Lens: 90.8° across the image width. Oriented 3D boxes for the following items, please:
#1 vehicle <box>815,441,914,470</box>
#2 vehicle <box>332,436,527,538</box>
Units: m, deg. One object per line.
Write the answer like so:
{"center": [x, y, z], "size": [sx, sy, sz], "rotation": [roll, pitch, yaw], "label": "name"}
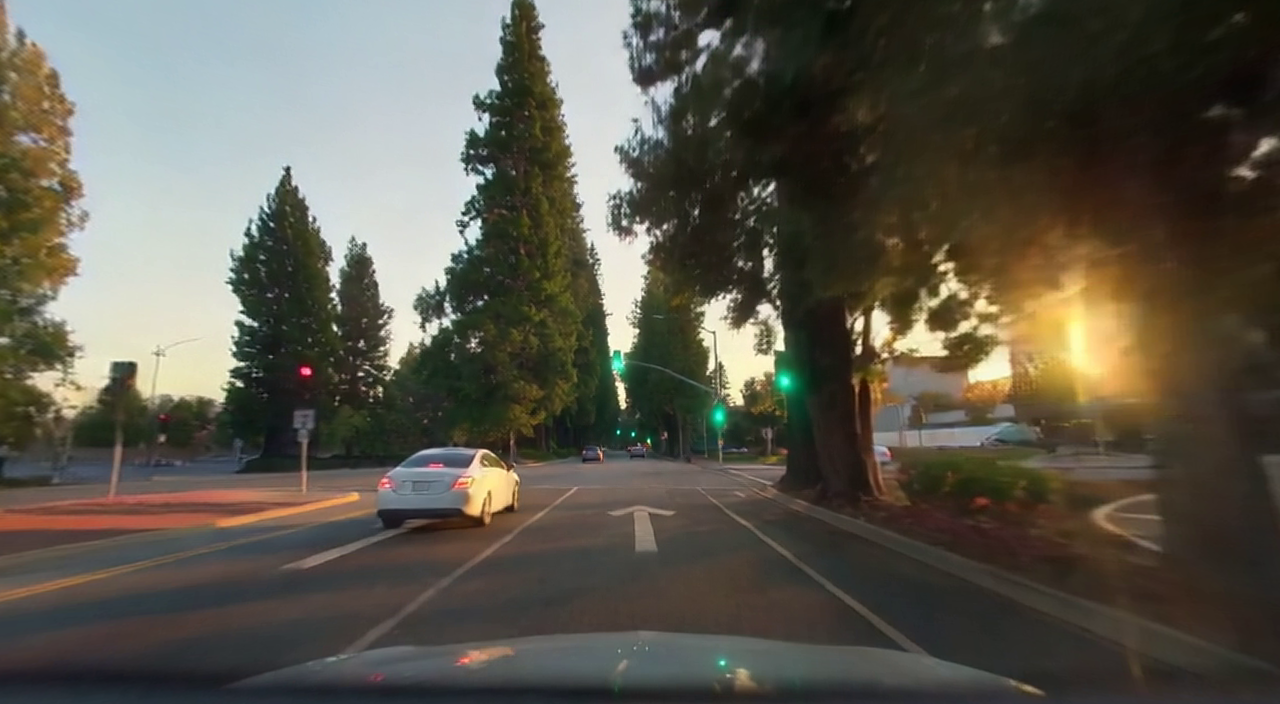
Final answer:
{"center": [12.042, 5.583, 34.081], "size": [4.632, 1.473, 1.889], "rotation": [1, -8, -3], "label": "vehicle"}
{"center": [-3.465, 2.293, 11.463], "size": [1.968, 1.459, 4.433], "rotation": [0, -8, 1], "label": "vehicle"}
